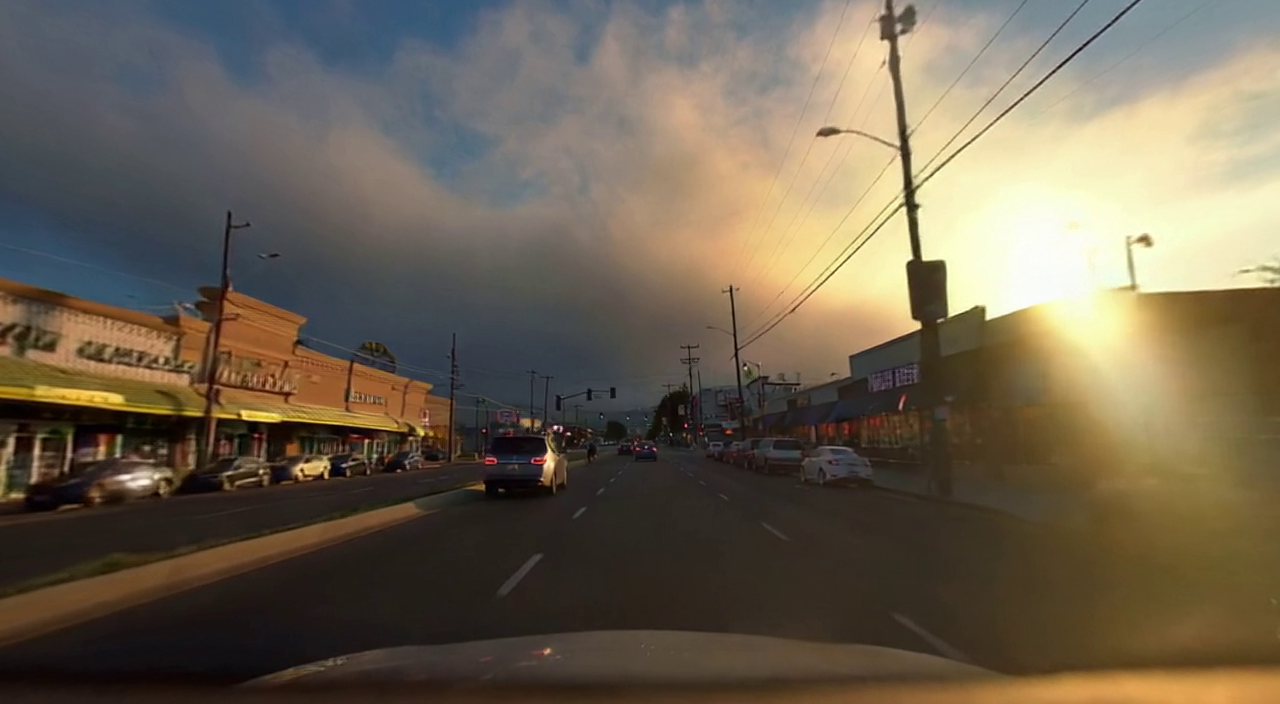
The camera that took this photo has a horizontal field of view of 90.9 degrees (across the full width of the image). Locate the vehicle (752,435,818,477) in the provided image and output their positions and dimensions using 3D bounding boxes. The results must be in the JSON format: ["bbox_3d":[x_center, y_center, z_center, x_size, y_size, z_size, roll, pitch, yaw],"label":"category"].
[{"bbox_3d":[6.915,5.034,30.701,2.005,1.858,5.253,0,-9,0],"label":"vehicle"}]

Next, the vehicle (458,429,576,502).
[{"bbox_3d":[-3.032,2.933,16.663,2.049,1.646,4.445,0,-9,2],"label":"vehicle"}]

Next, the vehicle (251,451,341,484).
[{"bbox_3d":[-17.079,5.749,31.579,1.800,1.470,4.548,-1,-9,2],"label":"vehicle"}]

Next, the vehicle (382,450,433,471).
[{"bbox_3d":[-16.914,7.899,46.137,1.894,1.458,4.565,0,-9,1],"label":"vehicle"}]

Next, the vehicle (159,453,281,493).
[{"bbox_3d":[-17.190,4.942,26.137,1.788,1.475,4.737,0,-9,0],"label":"vehicle"}]

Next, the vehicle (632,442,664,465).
[{"bbox_3d":[0.519,6.752,42.097,2.037,1.484,4.073,0,-9,0],"label":"vehicle"}]

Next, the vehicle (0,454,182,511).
[{"bbox_3d":[-17.143,3.967,19.716,1.984,1.494,4.815,0,-9,0],"label":"vehicle"}]

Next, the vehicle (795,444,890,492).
[{"bbox_3d":[6.869,3.947,21.893,1.871,1.478,4.272,0,-9,0],"label":"vehicle"}]

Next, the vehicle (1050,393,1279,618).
[{"bbox_3d":[6.343,1.306,5.463,2.098,1.845,5.117,0,-9,0],"label":"vehicle"}]

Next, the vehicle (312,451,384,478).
[{"bbox_3d":[-16.940,6.508,36.793,2.046,1.458,4.539,0,-9,0],"label":"vehicle"}]
